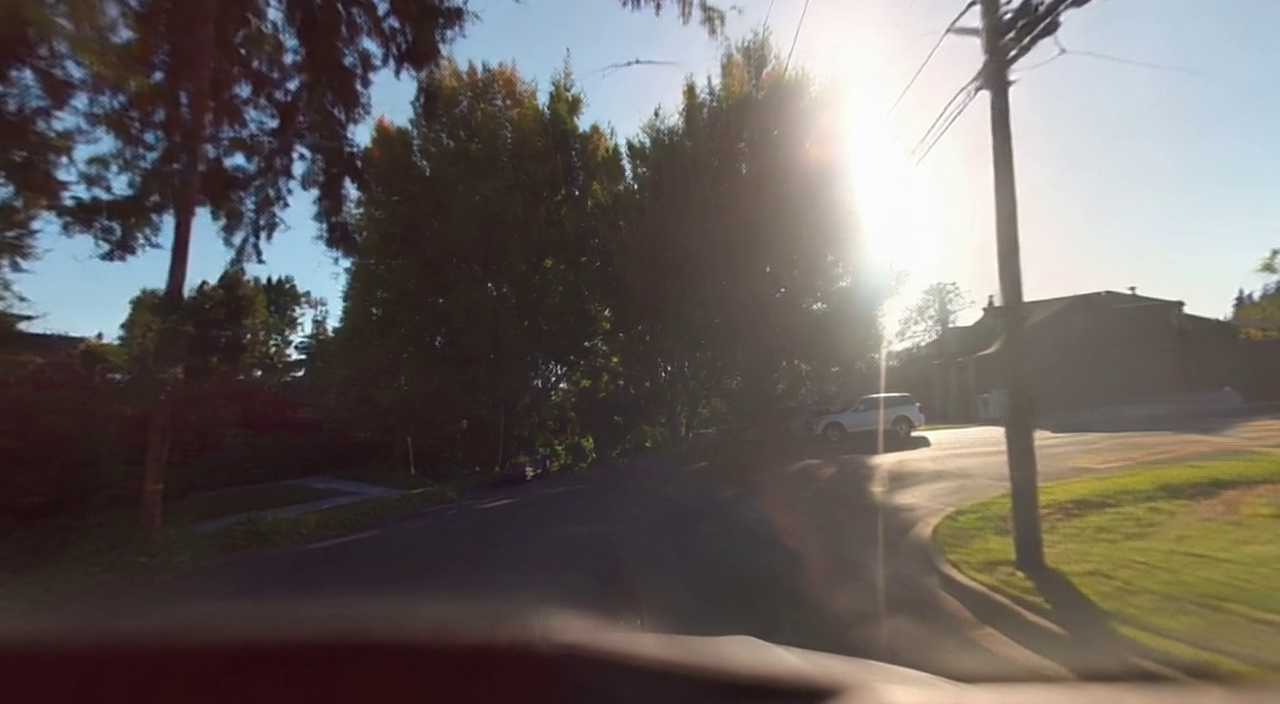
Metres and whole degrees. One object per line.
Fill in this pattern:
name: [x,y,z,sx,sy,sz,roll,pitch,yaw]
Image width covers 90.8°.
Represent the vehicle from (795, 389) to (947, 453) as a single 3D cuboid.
vehicle: [7.858,2.409,21.528,4.780,1.984,1.896,4,-9,-24]
